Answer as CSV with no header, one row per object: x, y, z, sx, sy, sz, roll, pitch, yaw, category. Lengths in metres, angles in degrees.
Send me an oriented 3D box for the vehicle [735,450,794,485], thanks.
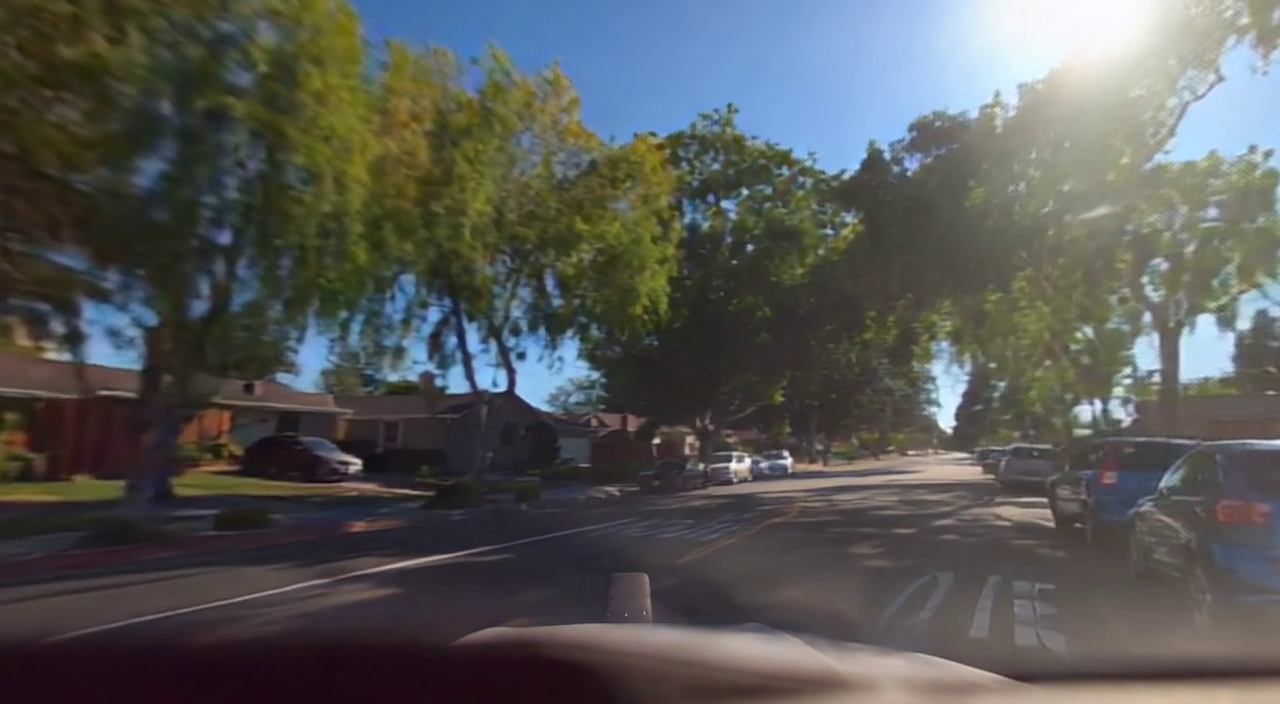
6.935,6.311,34.691,1.973,1.755,4.528,-5,-10,26,vehicle

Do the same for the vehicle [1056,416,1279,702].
5.350,1.479,5.470,2.315,1.668,4.425,-4,-10,27,vehicle

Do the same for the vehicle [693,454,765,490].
4.227,5.545,29.412,1.948,1.477,4.518,-6,-10,25,vehicle

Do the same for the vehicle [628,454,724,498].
1.486,4.631,23.921,1.963,1.470,4.671,-5,-10,25,vehicle

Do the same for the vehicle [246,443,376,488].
-12.739,4.331,24.419,4.554,1.595,2.028,-4,-10,25,vehicle
